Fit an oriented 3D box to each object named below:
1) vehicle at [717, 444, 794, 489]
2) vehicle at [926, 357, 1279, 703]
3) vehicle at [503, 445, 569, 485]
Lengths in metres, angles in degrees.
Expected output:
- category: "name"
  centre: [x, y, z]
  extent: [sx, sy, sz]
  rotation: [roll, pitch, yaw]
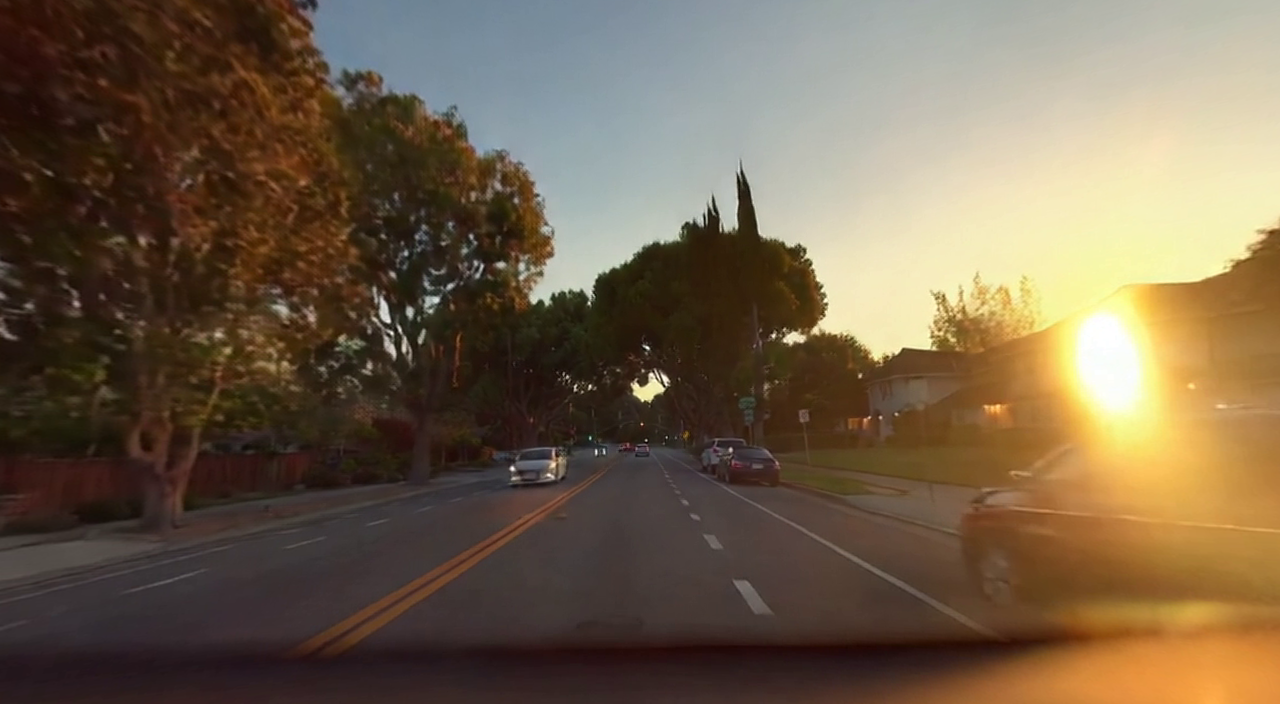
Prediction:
- category: "vehicle"
  centre: [4.024, 4.044, 22.759]
  extent: [1.874, 1.415, 4.683]
  rotation: [0, -8, 0]
- category: "vehicle"
  centre: [3.865, 1.050, 3.826]
  extent: [2.087, 1.725, 4.986]
  rotation: [-1, -8, 2]
- category: "vehicle"
  centre: [-4.259, 4.691, 26.592]
  extent: [1.960, 1.521, 4.397]
  rotation: [0, -8, 1]
